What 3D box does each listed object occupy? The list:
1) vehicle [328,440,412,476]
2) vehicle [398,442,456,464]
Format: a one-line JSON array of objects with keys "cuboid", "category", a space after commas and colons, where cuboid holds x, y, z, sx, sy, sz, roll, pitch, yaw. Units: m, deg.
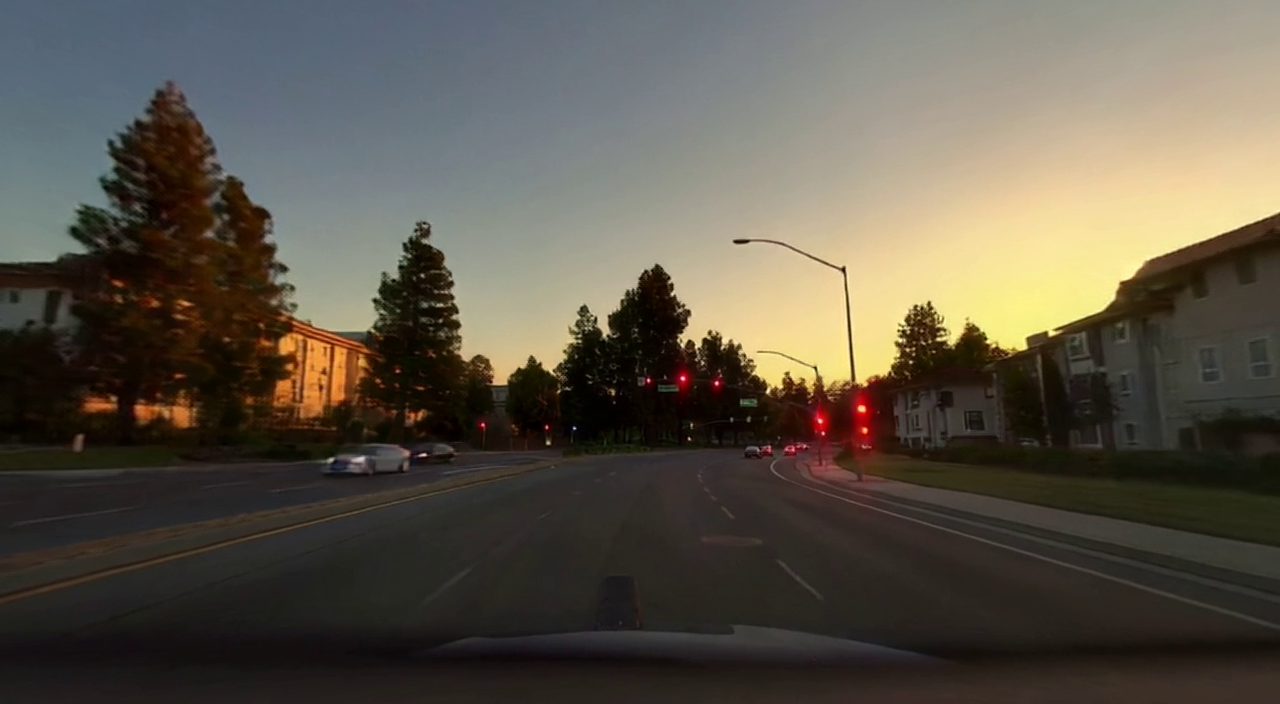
[{"cuboid": [-13.756, 5.400, 32.532, 2.080, 1.695, 4.454, -1, -8, 5], "category": "vehicle"}, {"cuboid": [-15.231, 7.264, 45.490, 1.975, 1.500, 4.814, -1, -8, 7], "category": "vehicle"}]
